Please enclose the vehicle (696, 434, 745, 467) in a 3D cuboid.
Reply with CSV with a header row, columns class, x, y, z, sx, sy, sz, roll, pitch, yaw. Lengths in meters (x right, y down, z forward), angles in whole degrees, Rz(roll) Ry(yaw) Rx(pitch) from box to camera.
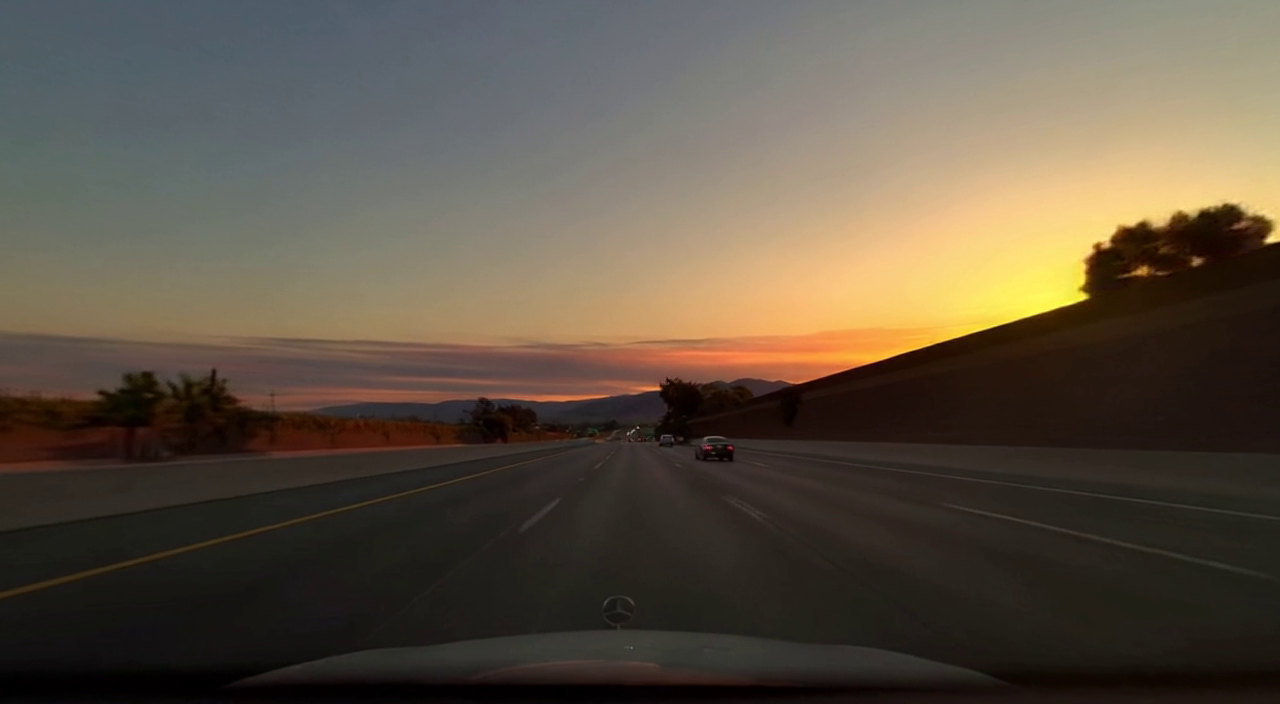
class,x,y,z,sx,sy,sz,roll,pitch,yaw
vehicle,3.826,4.735,30.433,1.802,1.492,3.804,0,-8,-1
